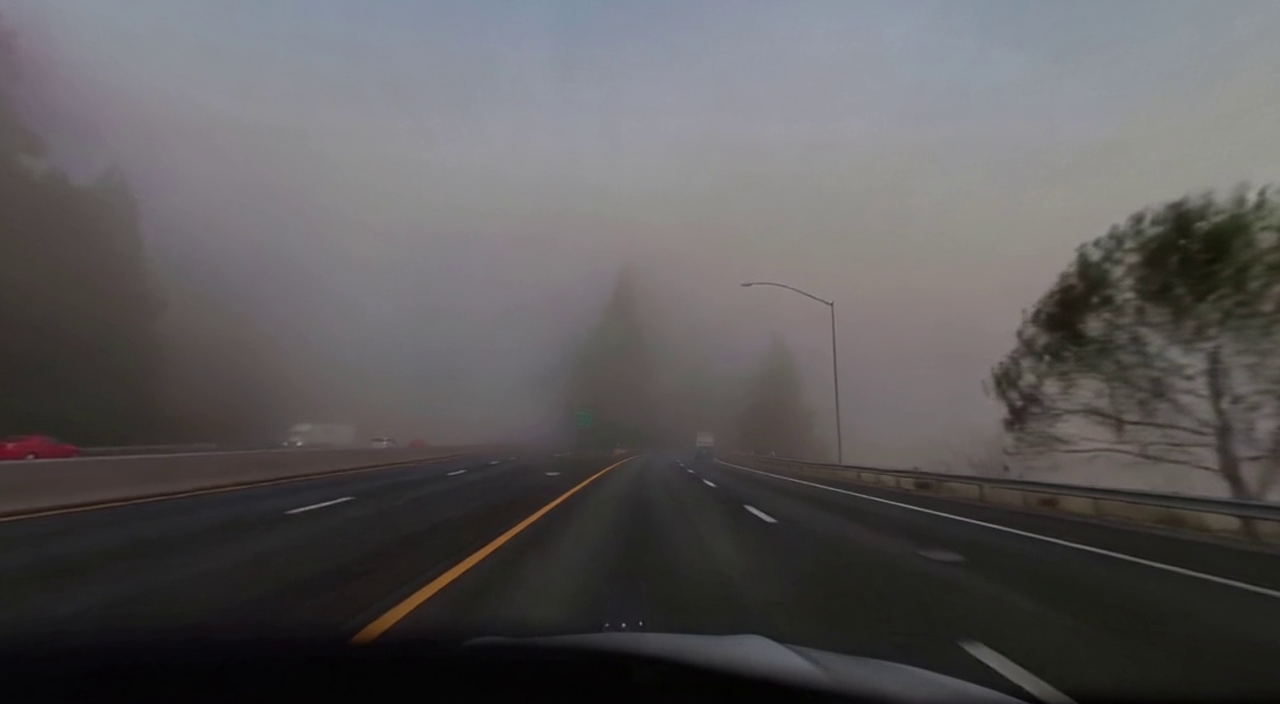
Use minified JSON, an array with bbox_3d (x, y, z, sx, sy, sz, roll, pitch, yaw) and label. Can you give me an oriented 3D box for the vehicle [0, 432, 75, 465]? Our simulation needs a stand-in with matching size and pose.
[{"bbox_3d":[-36.465,5.644,37.003,2.168,1.824,4.932,1,-8,-3],"label":"vehicle"}]
